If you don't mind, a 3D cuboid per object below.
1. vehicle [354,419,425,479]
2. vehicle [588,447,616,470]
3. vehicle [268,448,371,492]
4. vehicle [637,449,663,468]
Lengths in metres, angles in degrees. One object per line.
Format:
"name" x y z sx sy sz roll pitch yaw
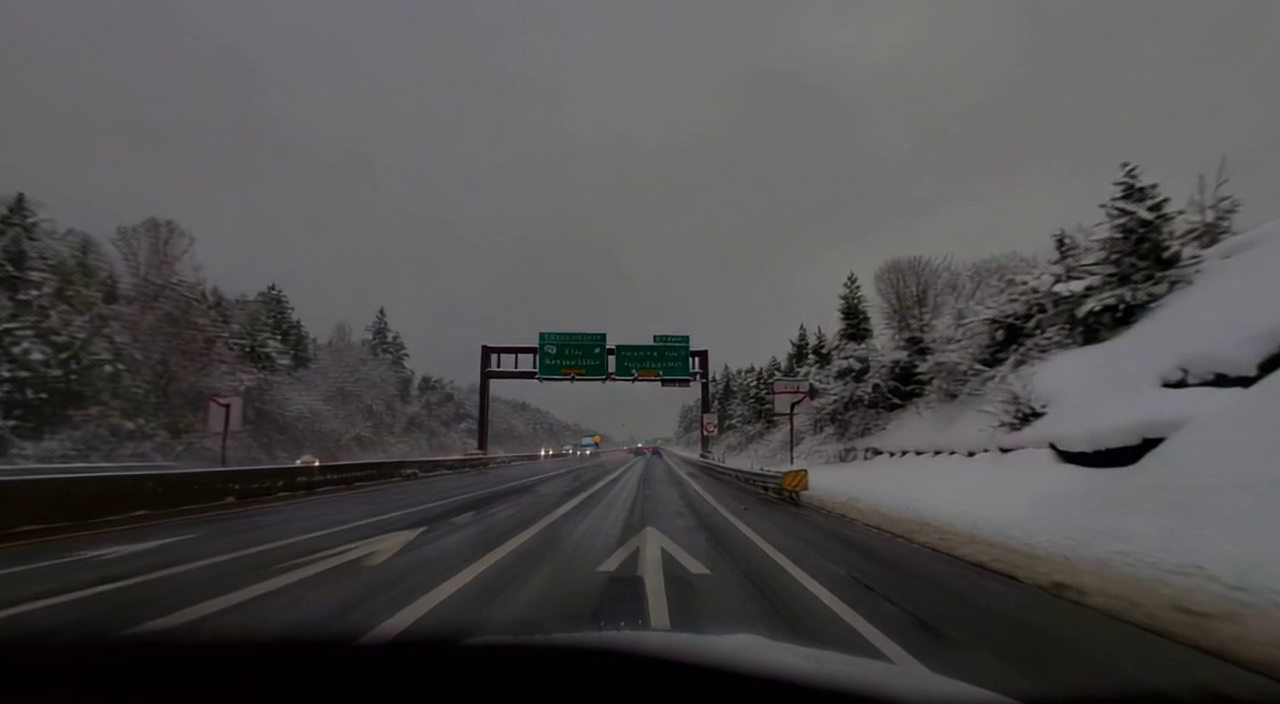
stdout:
"vehicle" -16.706 6.454 41.645 3.061 3.490 8.999 5 -10 -28
"vehicle" -2.991 8.417 49.989 2.021 1.727 4.225 0 -9 -1
"vehicle" -14.124 5.207 28.158 2.144 1.764 4.730 0 -9 0
"vehicle" 0.842 8.400 49.914 1.807 1.427 3.645 -1 -9 5
